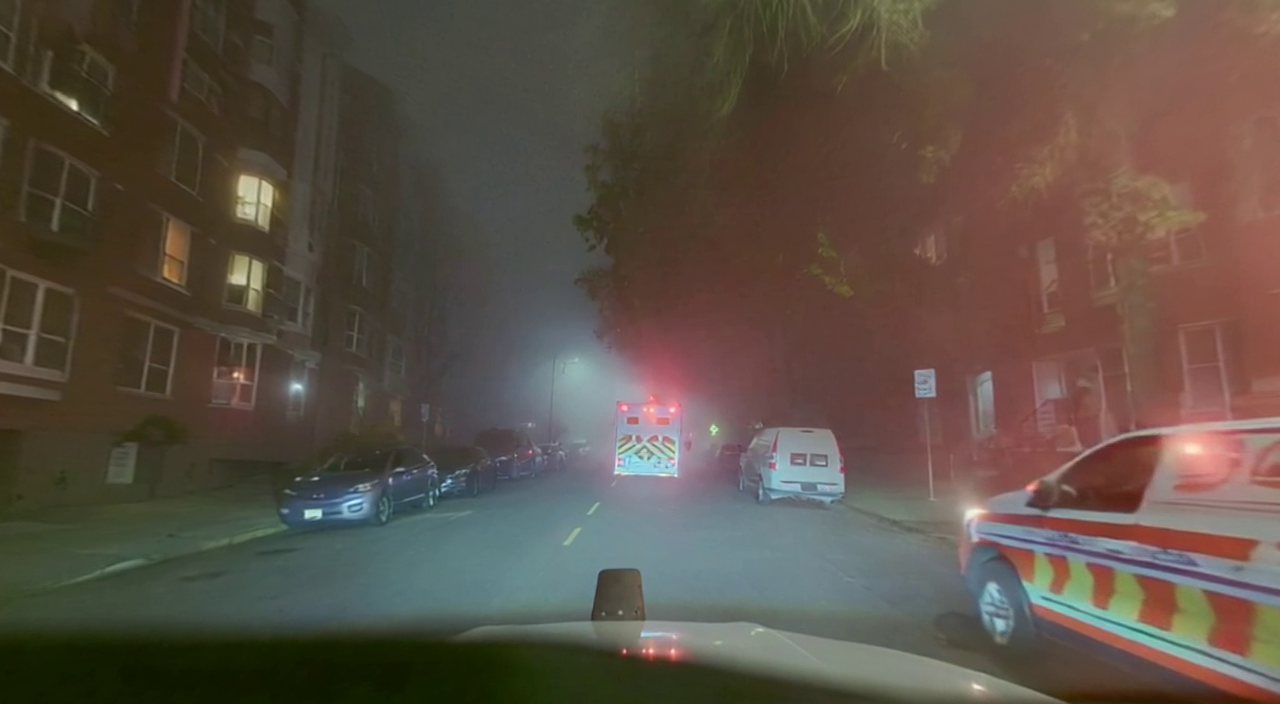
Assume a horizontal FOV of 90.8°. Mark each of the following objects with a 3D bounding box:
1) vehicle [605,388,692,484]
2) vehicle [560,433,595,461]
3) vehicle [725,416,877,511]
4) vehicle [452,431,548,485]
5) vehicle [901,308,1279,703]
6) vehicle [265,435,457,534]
[{"bbox_3d":[0.207,3.224,23.952,2.754,3.008,7.730,0,-8,-1],"label":"vehicle"},{"bbox_3d":[-4.827,7.398,49.104,2.263,1.964,4.134,-3,-8,0],"label":"vehicle"},{"bbox_3d":[3.558,2.621,15.347,2.232,1.860,5.593,0,-8,0],"label":"vehicle"},{"bbox_3d":[-5.237,4.076,24.688,2.326,1.774,5.757,-2,-8,1],"label":"vehicle"},{"bbox_3d":[3.342,0.885,2.894,2.152,1.868,4.976,0,-8,0],"label":"vehicle"},{"bbox_3d":[-5.429,2.583,13.090,1.967,1.492,4.781,-4,-8,-2],"label":"vehicle"}]
